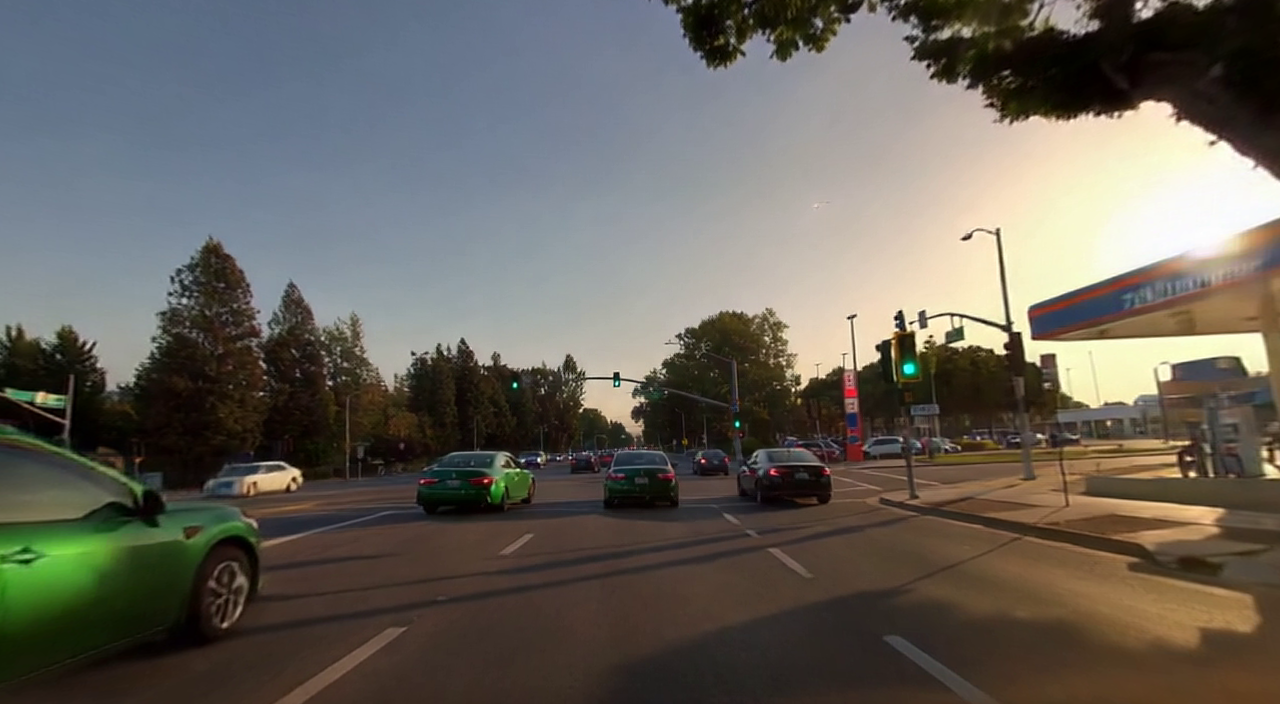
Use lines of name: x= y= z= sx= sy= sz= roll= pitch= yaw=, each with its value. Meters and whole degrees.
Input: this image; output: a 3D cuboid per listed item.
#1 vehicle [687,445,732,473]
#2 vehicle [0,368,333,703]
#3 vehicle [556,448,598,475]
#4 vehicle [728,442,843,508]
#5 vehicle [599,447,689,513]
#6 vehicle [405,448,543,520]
vehicle: x=3.833 y=5.974 z=35.473 sx=1.942 sy=1.482 sz=4.623 roll=0 pitch=-9 yaw=-1
vehicle: x=-3.661 y=0.970 z=2.919 sx=2.023 sy=1.687 sz=4.874 roll=0 pitch=-9 yaw=0
vehicle: x=-3.645 y=6.465 z=37.438 sx=1.896 sy=1.501 sz=4.390 roll=0 pitch=-9 yaw=2
vehicle: x=3.664 y=3.172 z=16.779 sx=1.920 sy=1.479 sz=4.548 roll=0 pitch=-9 yaw=-1
vehicle: x=0.061 y=3.142 z=16.020 sx=1.994 sy=1.433 sz=3.894 roll=0 pitch=-9 yaw=-1
vehicle: x=-3.732 y=3.038 z=15.137 sx=1.995 sy=1.436 sz=4.500 roll=0 pitch=-9 yaw=2
